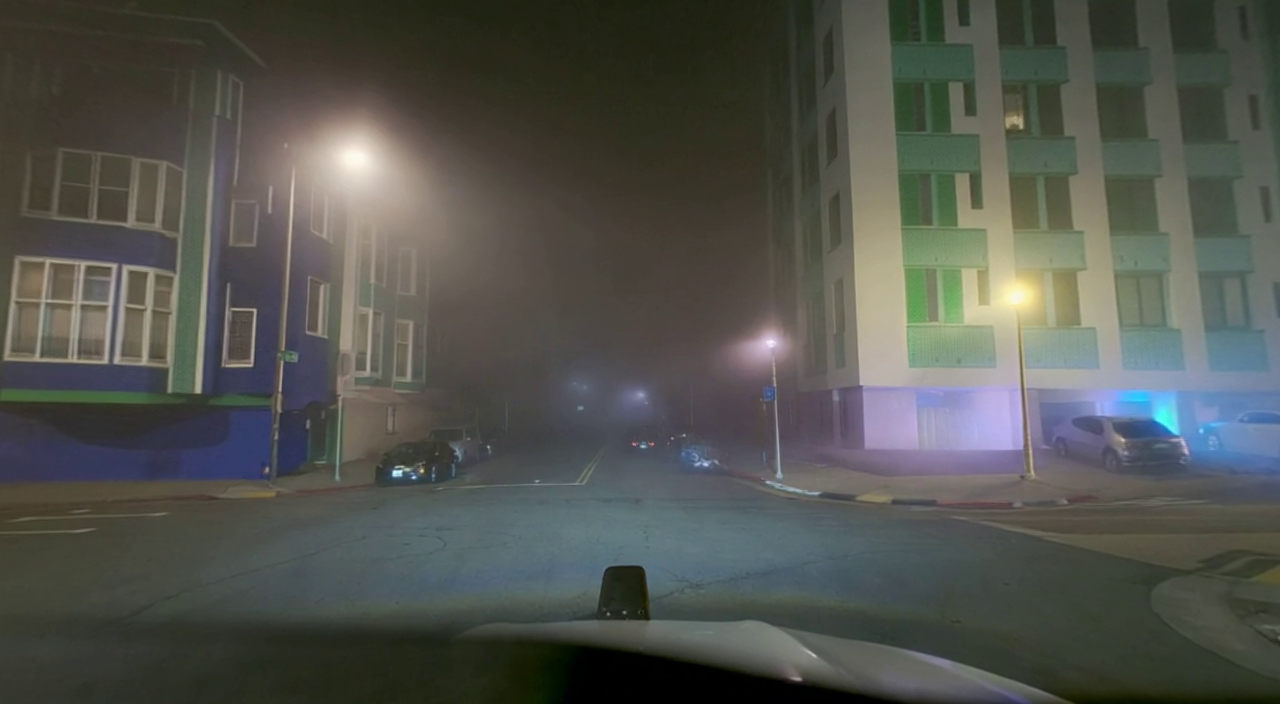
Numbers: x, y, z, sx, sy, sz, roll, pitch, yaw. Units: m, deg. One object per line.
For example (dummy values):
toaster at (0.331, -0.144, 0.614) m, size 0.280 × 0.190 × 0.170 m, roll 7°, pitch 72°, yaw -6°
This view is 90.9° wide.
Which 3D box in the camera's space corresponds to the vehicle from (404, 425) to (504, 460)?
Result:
vehicle at (-11.450, 5.588, 38.871) m, size 5.540 × 1.950 × 2.113 m, roll 4°, pitch -12°, yaw -28°

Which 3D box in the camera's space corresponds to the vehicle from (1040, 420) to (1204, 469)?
vehicle at (15.293, 2.959, 20.139) m, size 3.752 × 1.453 × 1.709 m, roll 0°, pitch -9°, yaw 2°

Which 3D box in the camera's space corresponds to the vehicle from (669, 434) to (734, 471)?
vehicle at (2.514, 4.299, 27.068) m, size 2.290 × 1.456 × 4.503 m, roll 0°, pitch -8°, yaw -1°

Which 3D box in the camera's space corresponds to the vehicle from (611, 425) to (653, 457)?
vehicle at (-0.493, 5.483, 38.693) m, size 2.412 × 1.834 × 4.636 m, roll 0°, pitch -8°, yaw 0°
